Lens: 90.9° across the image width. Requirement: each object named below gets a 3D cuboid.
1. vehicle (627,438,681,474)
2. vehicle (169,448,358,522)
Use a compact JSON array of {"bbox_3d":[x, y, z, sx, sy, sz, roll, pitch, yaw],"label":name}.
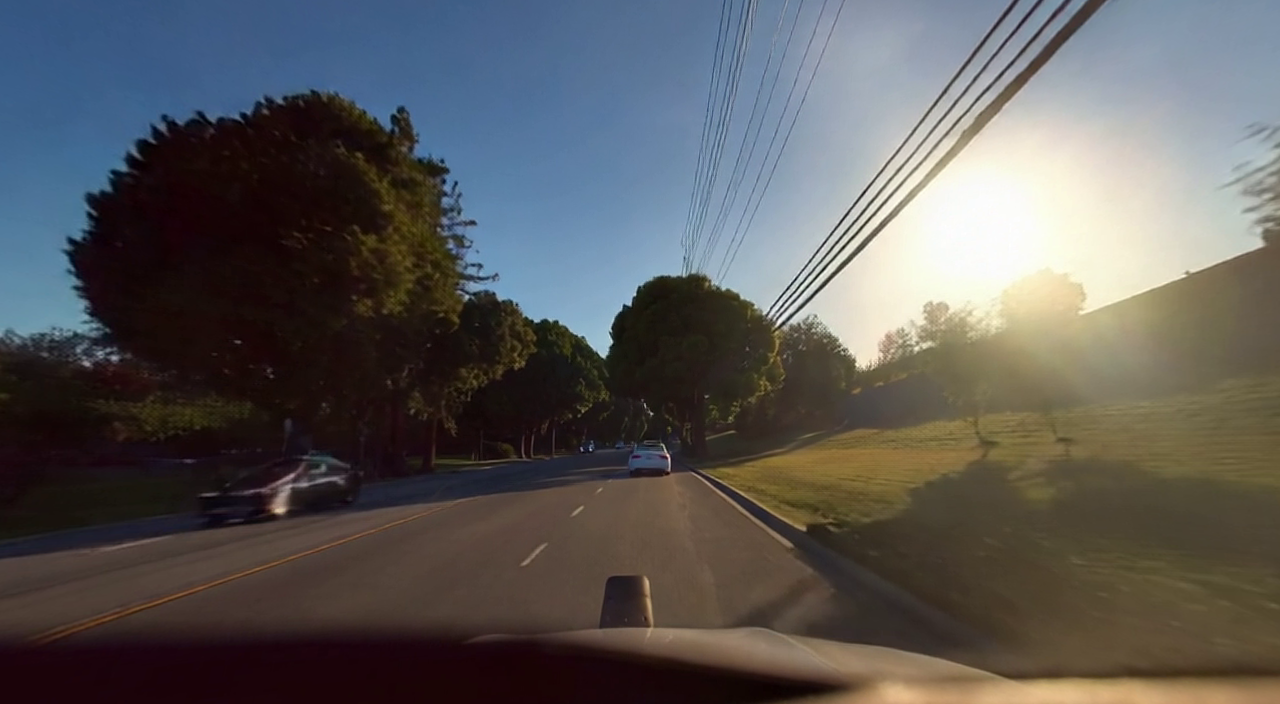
[{"bbox_3d":[0.608,4.539,27.709,2.153,1.461,4.374,0,-8,1],"label":"vehicle"},{"bbox_3d":[-9.023,3.175,15.624,2.061,1.516,4.121,0,-8,1],"label":"vehicle"}]
